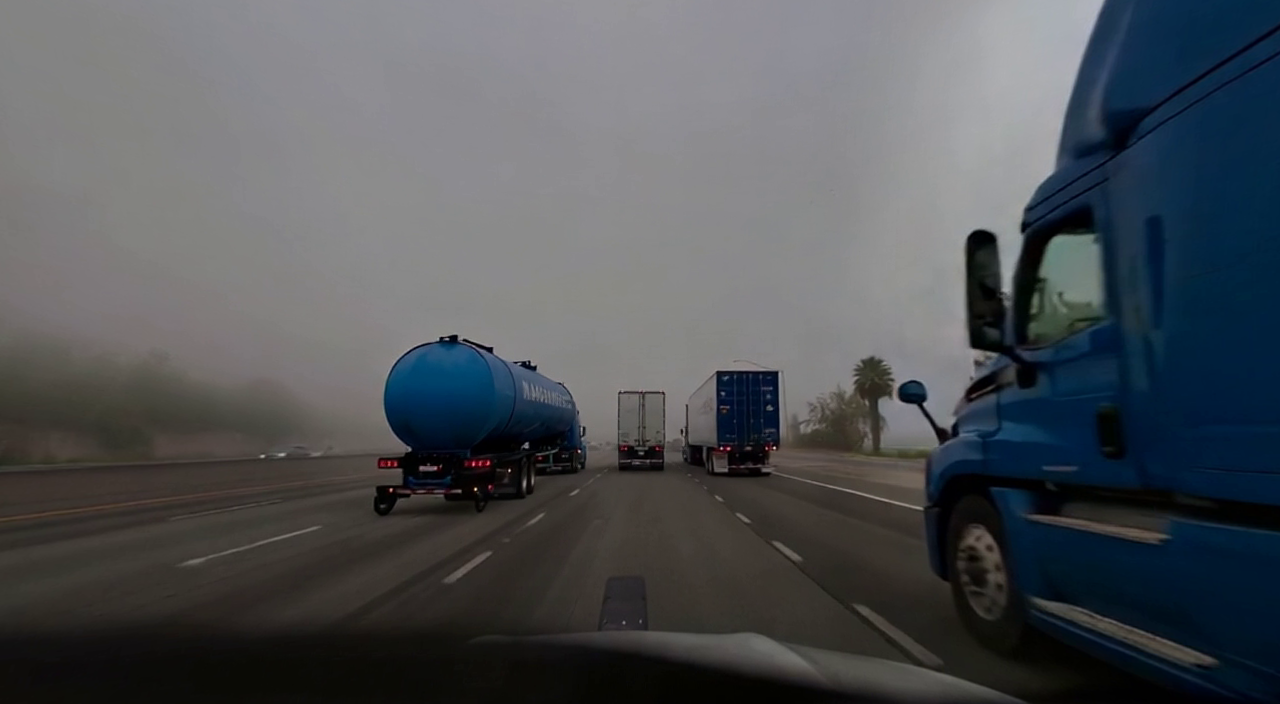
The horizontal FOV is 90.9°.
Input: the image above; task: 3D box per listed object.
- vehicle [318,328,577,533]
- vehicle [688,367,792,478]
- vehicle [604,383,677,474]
[{"bbox_3d":[-3.560,1.985,15.481,2.786,3.228,11.082,0,-8,0],"label":"vehicle"},{"bbox_3d":[4.310,3.681,31.096,2.887,4.178,14.553,0,-8,1],"label":"vehicle"},{"bbox_3d":[0.166,4.523,35.911,3.097,3.856,18.209,0,-8,1],"label":"vehicle"}]
